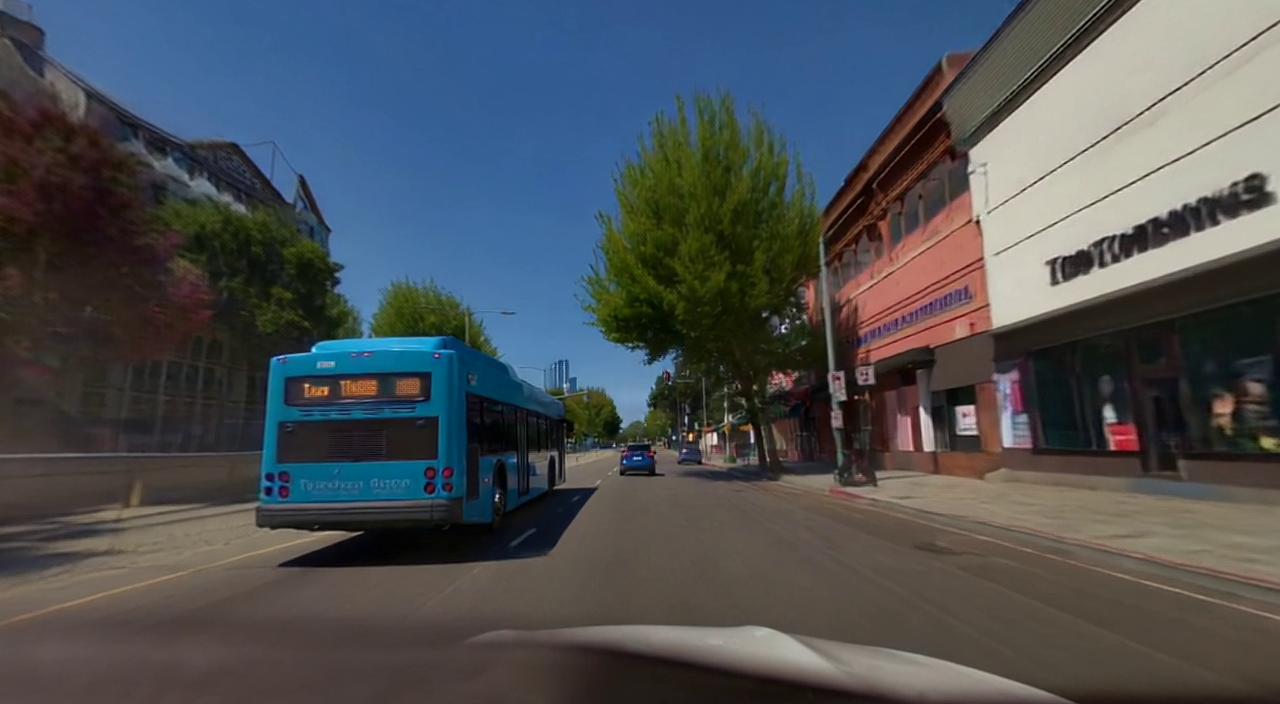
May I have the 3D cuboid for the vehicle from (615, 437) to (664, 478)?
[{"bbox_3d":[0.004,4.868,29.369,2.120,1.727,3.917,0,-8,1],"label":"vehicle"}]

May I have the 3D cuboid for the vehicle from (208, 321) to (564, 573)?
[{"bbox_3d":[-3.435,1.613,11.622,2.920,2.884,8.588,1,-7,0],"label":"vehicle"}]
